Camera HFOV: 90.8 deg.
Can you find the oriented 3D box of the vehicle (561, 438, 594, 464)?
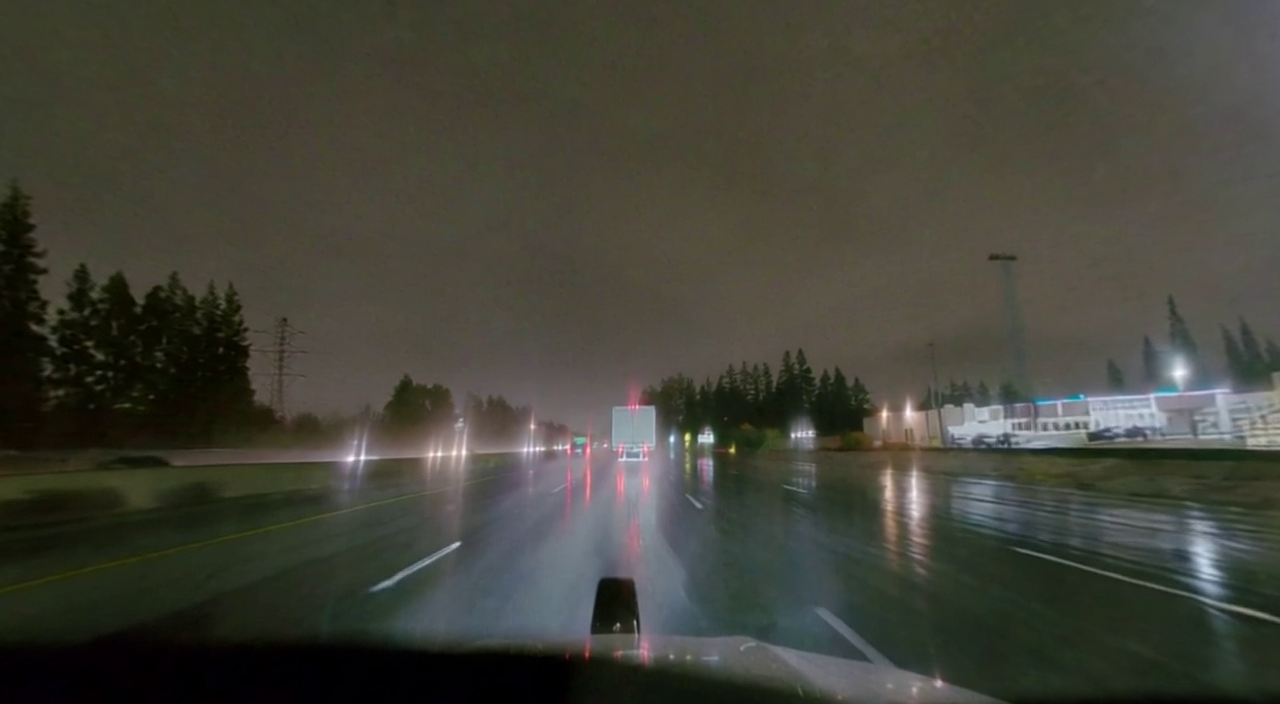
[{"bbox_3d":[-4.786,7.697,49.162,2.095,1.930,4.680,0,-8,0],"label":"vehicle"}]

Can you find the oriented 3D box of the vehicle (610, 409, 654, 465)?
[{"bbox_3d":[-0.485,6.602,48.604,3.000,3.786,11.740,0,-8,0],"label":"vehicle"}]
